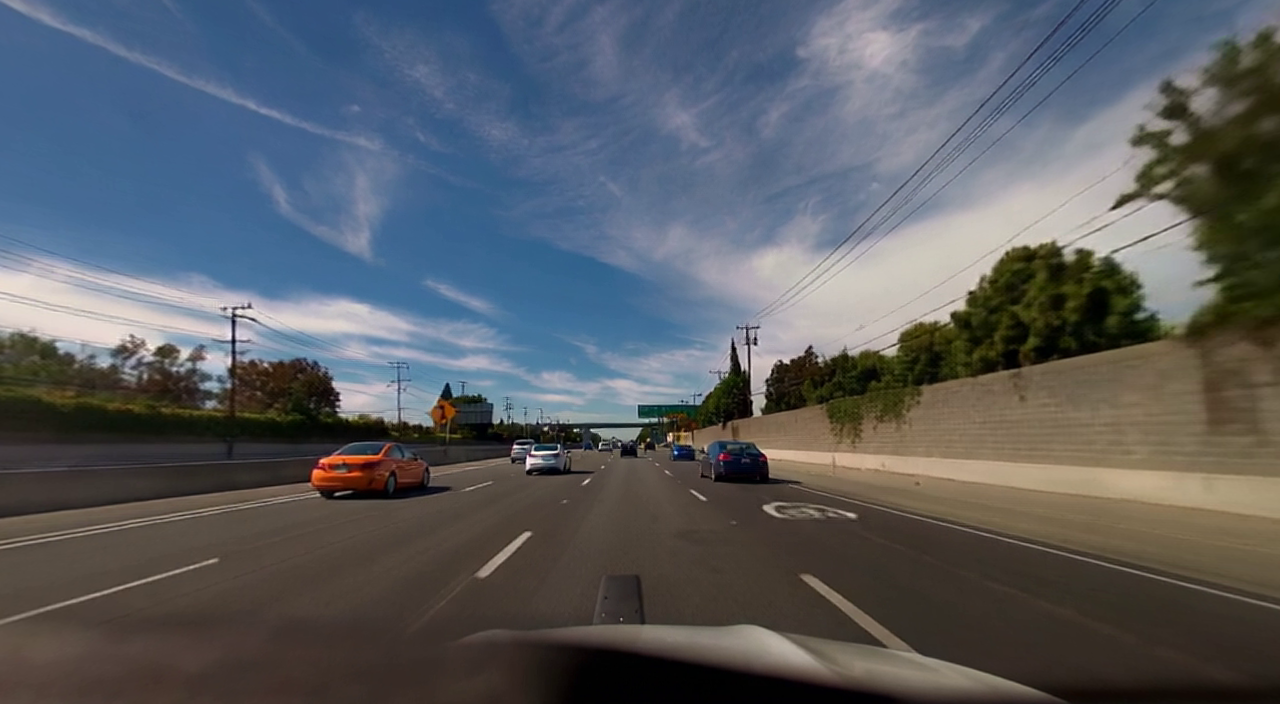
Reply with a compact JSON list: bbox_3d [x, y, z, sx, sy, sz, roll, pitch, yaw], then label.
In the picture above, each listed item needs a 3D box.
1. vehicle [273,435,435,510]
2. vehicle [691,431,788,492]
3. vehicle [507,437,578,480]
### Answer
[{"bbox_3d":[-6.466,2.747,14.902,1.903,1.482,4.180,0,-8,-1],"label":"vehicle"},{"bbox_3d":[2.893,3.314,19.493,2.100,1.659,4.387,0,-8,-2],"label":"vehicle"},{"bbox_3d":[-3.647,4.082,24.520,2.066,1.488,4.377,0,-8,0],"label":"vehicle"}]
